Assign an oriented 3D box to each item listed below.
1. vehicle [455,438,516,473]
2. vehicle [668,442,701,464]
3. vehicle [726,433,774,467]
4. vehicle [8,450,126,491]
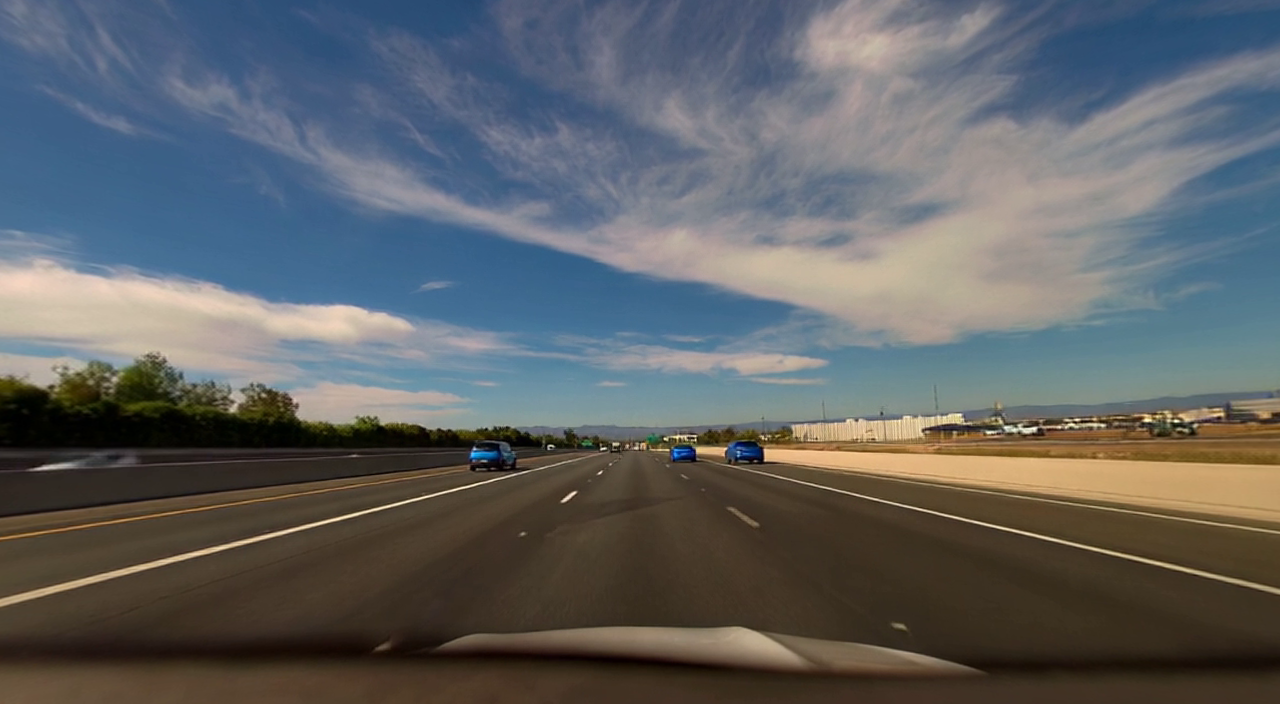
[{"bbox_3d":[-8.160,5.500,33.951,2.083,1.696,5.464,1,-8,-2],"label":"vehicle"},{"bbox_3d":[3.114,7.207,45.273,2.000,1.533,3.770,0,-8,-1],"label":"vehicle"},{"bbox_3d":[6.852,6.169,39.859,2.065,1.953,4.605,0,-8,-1],"label":"vehicle"},{"bbox_3d":[-25.752,5.316,28.590,1.969,1.614,3.564,1,-8,-1],"label":"vehicle"}]
